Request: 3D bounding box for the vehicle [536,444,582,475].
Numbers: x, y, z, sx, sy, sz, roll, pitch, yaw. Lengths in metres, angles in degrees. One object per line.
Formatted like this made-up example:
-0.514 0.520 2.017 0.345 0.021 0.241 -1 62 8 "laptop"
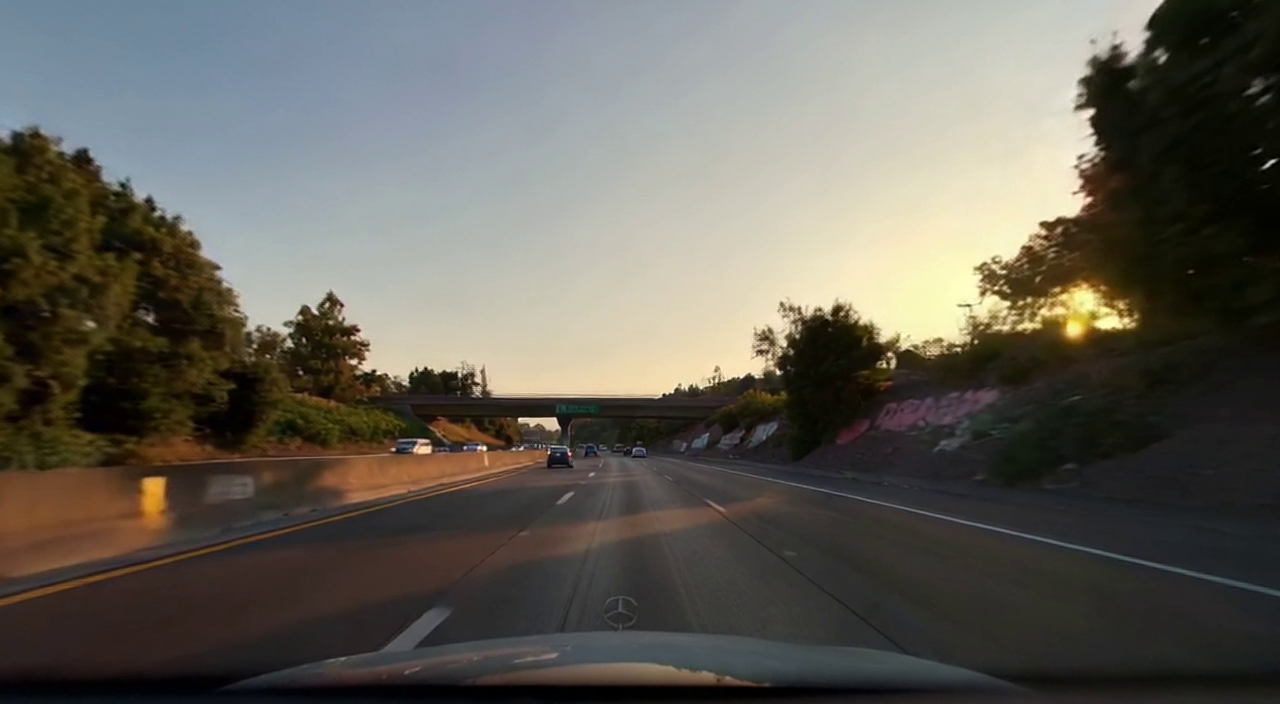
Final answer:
-4.013 5.396 31.748 1.871 1.459 3.771 0 -9 -1 "vehicle"
